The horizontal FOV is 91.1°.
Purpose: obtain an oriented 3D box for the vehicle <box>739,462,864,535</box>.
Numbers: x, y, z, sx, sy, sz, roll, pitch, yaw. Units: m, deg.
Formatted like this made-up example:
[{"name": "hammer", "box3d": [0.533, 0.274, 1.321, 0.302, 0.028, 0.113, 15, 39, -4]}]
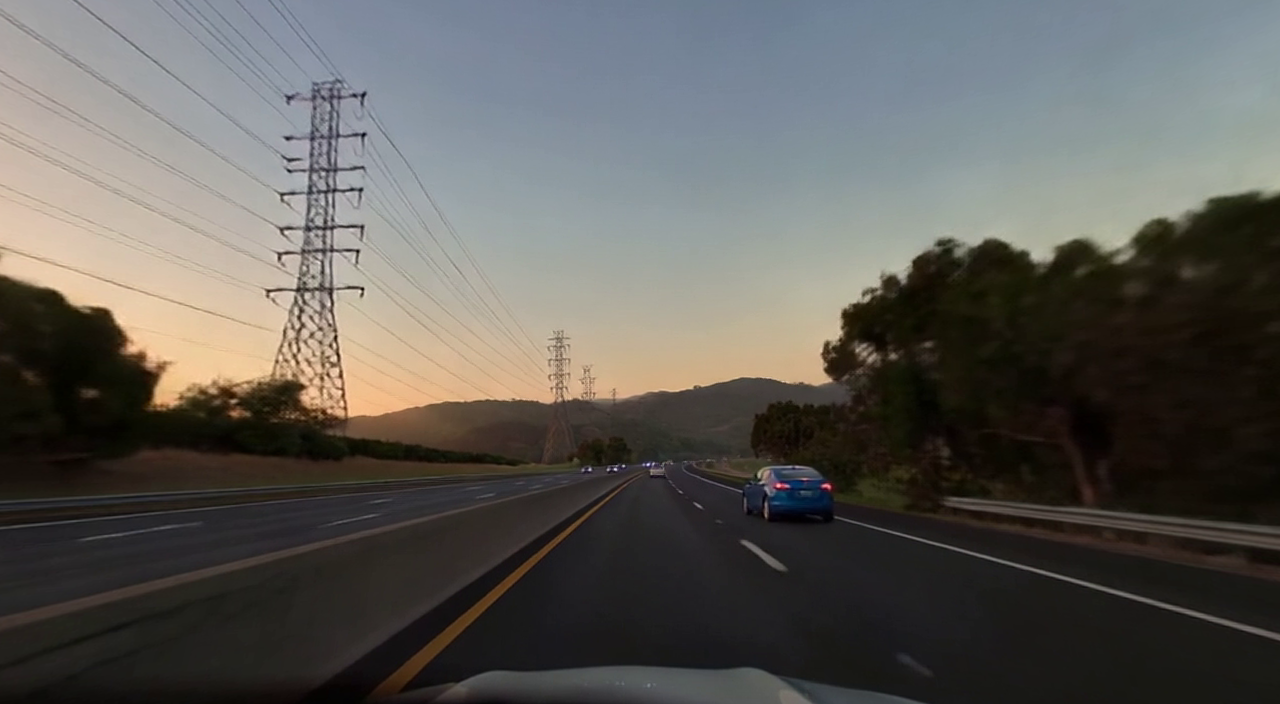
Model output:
[{"name": "vehicle", "box3d": [3.766, 3.499, 15.445, 1.985, 1.521, 3.904, 1, -10, -1]}]
